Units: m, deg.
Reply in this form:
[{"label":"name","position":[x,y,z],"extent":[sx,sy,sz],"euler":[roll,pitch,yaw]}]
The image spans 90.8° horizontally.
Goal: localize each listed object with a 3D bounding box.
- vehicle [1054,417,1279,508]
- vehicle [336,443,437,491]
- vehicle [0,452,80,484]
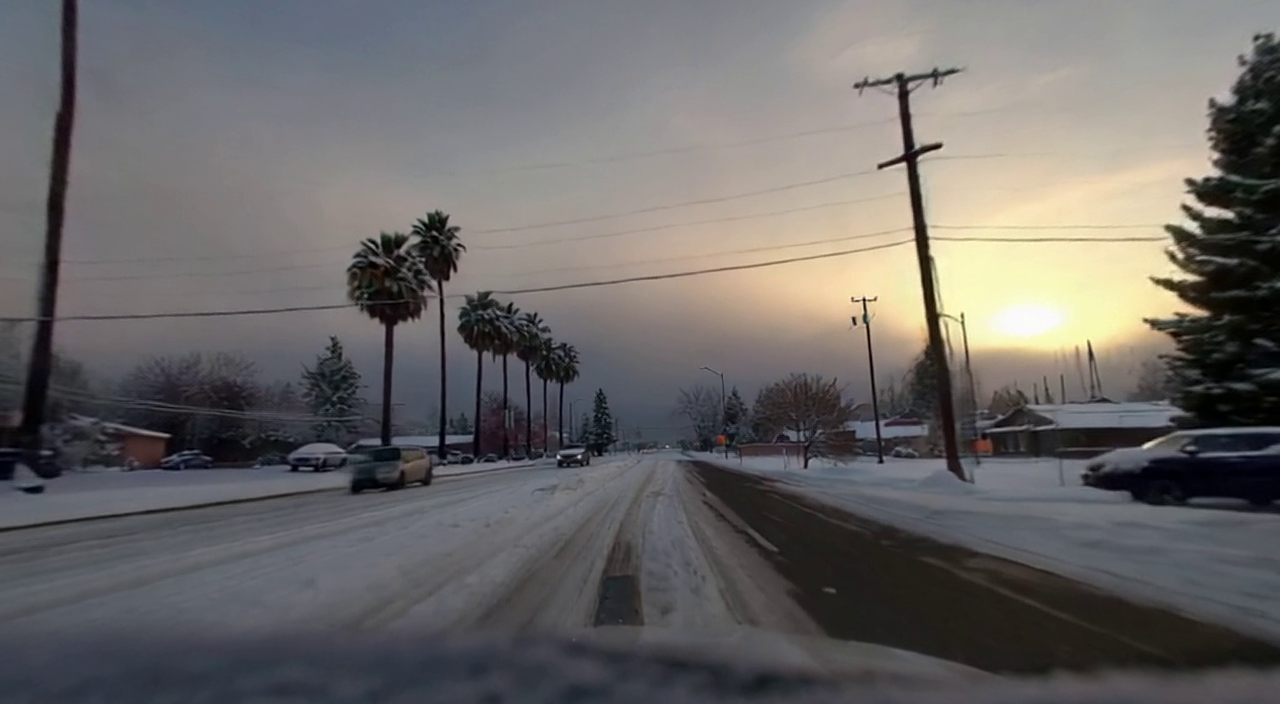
[{"label":"vehicle","position":[12.591,2.283,13.287],"extent":[5.981,1.680,2.327],"euler":[-2,-10,3]},{"label":"vehicle","position":[-9.752,4.434,24.755],"extent":[1.976,1.706,4.409],"euler":[0,-9,2]},{"label":"vehicle","position":[-38.599,7.263,39.639],"extent":[4.646,1.880,1.886],"euler":[3,-9,-23]}]
